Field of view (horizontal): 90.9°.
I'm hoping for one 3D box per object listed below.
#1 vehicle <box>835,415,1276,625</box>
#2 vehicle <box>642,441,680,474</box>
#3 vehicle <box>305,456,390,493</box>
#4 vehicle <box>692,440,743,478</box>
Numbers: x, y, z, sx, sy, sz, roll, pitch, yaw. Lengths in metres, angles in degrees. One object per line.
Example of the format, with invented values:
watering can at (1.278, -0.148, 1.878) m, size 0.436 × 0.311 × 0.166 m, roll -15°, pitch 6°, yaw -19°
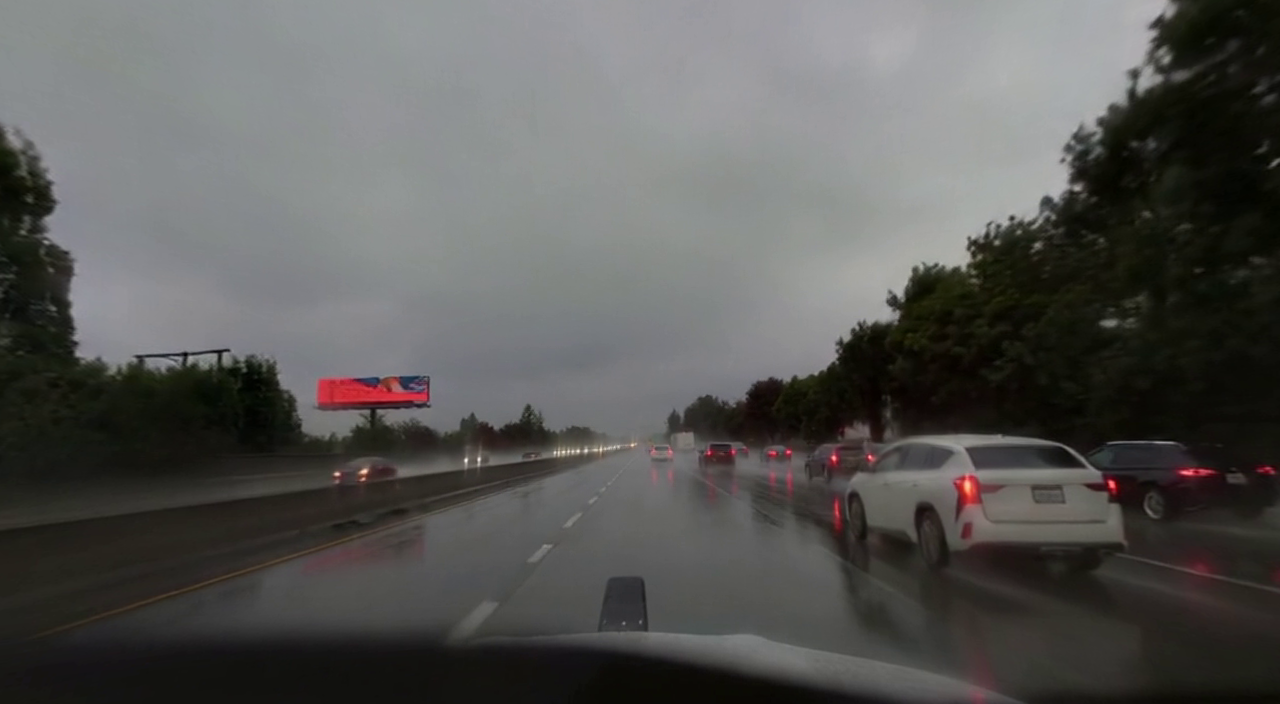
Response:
vehicle at (3.925, 1.622, 7.157) m, size 1.989 × 1.609 × 4.355 m, roll 0°, pitch -8°, yaw 0°
vehicle at (1.211, 6.272, 37.683) m, size 2.145 × 1.832 × 4.004 m, roll 0°, pitch -8°, yaw 1°
vehicle at (-13.297, 5.565, 28.992) m, size 1.843 × 1.461 × 4.292 m, roll -1°, pitch -8°, yaw 1°
vehicle at (4.011, 5.612, 33.436) m, size 2.075 × 1.845 × 4.667 m, roll 0°, pitch -8°, yaw -1°
